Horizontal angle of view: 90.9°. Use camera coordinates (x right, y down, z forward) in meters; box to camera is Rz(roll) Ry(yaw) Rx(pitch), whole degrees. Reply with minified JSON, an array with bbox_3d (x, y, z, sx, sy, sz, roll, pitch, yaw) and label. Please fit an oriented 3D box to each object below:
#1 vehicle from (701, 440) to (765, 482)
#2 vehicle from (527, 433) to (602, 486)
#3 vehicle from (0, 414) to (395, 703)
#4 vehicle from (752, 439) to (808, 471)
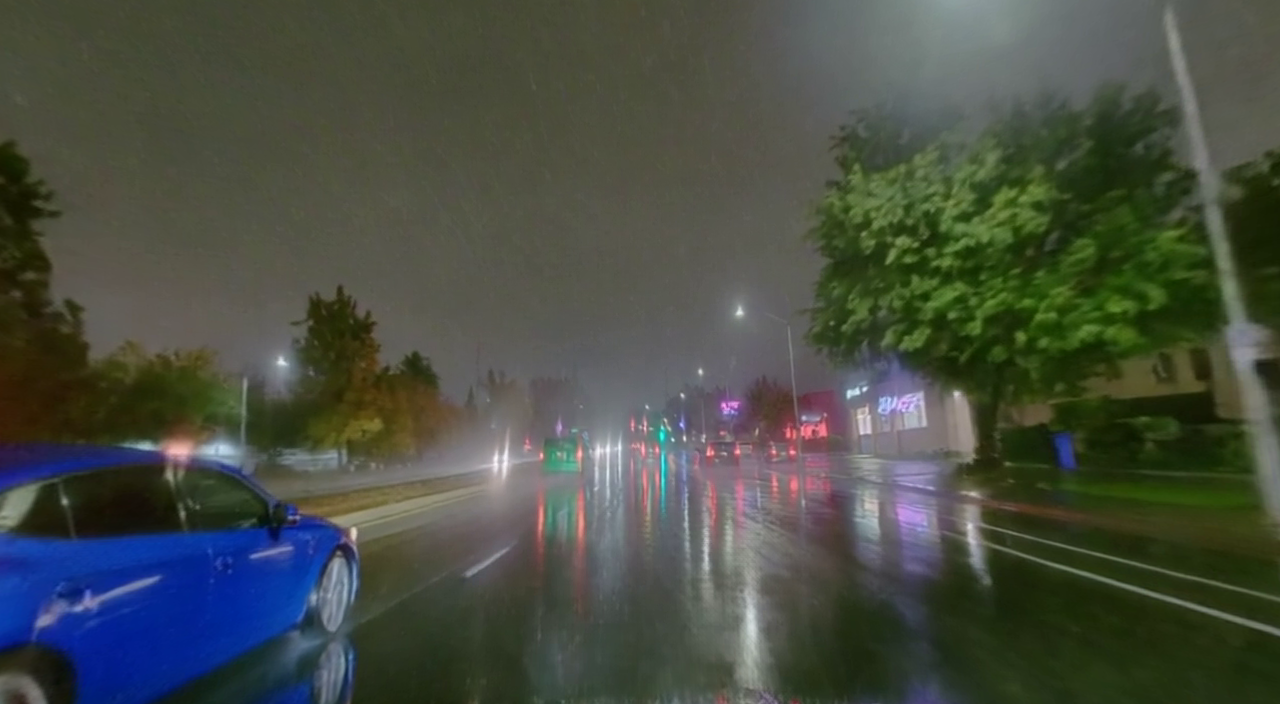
[{"bbox_3d":[3.603,4.306,25.185,1.904,1.490,4.299,0,-9,0],"label":"vehicle"},{"bbox_3d":[-2.746,4.055,23.986,2.193,1.788,4.603,0,-9,1],"label":"vehicle"},{"bbox_3d":[-3.241,1.107,3.212,1.956,1.460,4.802,0,-9,1],"label":"vehicle"},{"bbox_3d":[7.684,5.698,35.075,2.089,1.678,4.725,0,-9,1],"label":"vehicle"}]
